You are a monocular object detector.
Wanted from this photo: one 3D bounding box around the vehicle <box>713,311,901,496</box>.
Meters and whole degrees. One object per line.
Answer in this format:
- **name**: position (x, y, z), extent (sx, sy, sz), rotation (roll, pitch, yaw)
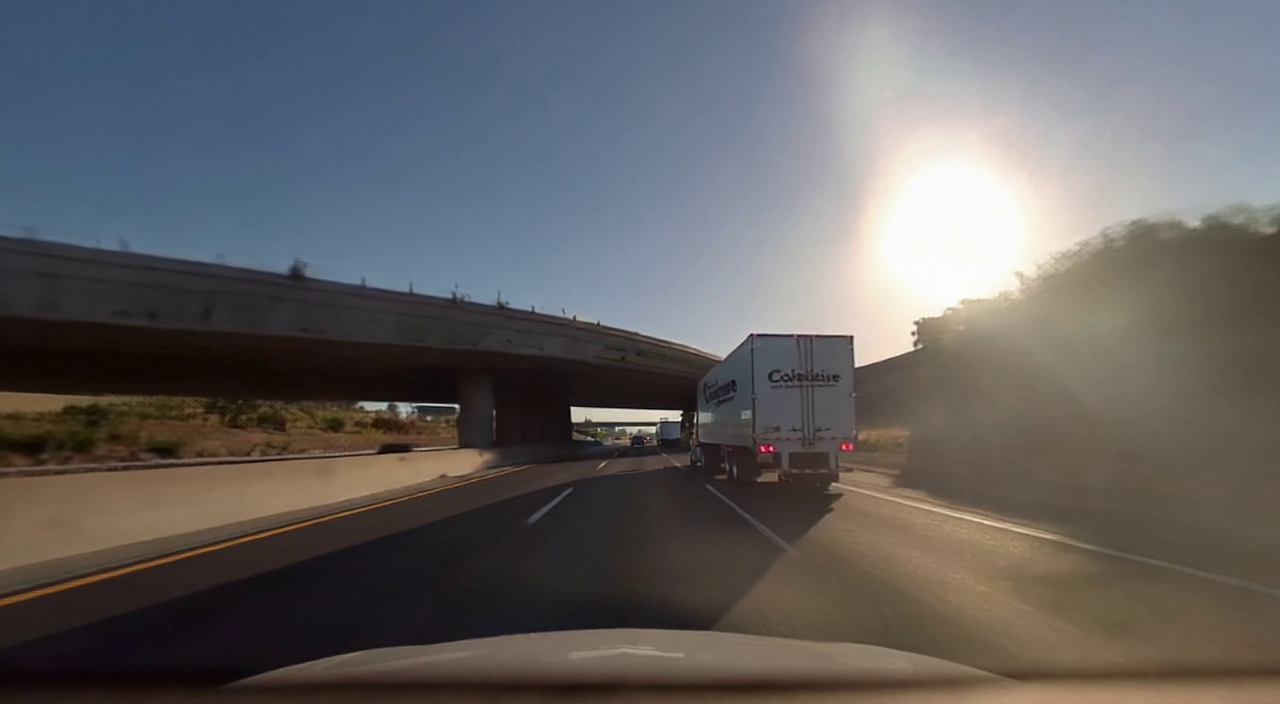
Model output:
- **vehicle**: position (4.070, 1.689, 17.914), extent (2.840, 3.947, 8.920), rotation (0, -8, 0)
